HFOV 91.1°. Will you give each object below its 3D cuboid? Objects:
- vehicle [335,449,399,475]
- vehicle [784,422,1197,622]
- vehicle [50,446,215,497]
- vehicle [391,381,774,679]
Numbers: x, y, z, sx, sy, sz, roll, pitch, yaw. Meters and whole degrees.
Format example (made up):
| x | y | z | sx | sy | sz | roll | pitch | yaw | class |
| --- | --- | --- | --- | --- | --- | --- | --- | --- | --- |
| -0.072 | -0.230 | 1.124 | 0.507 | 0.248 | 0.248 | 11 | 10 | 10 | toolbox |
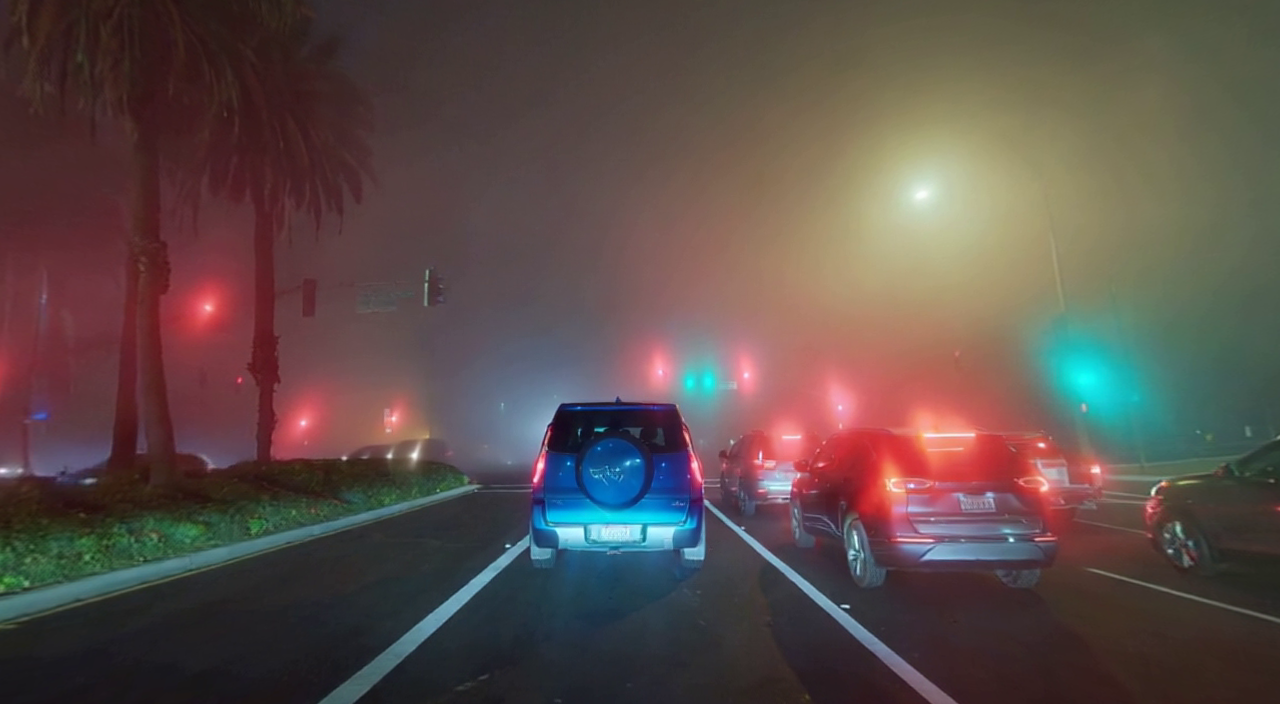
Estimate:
| x | y | z | sx | sy | sz | roll | pitch | yaw | class |
| --- | --- | --- | --- | --- | --- | --- | --- | --- | --- |
| -16.798 | 6.767 | 38.913 | 1.951 | 1.500 | 4.372 | 0 | -9 | 1 | vehicle |
| 3.128 | 1.602 | 6.974 | 1.971 | 1.473 | 4.495 | 0 | -8 | 0 | vehicle |
| -19.764 | 4.623 | 24.882 | 2.119 | 1.786 | 5.252 | 0 | -9 | 0 | vehicle |
| -0.327 | 1.314 | 5.684 | 2.172 | 1.694 | 4.055 | 0 | -8 | 0 | vehicle |
